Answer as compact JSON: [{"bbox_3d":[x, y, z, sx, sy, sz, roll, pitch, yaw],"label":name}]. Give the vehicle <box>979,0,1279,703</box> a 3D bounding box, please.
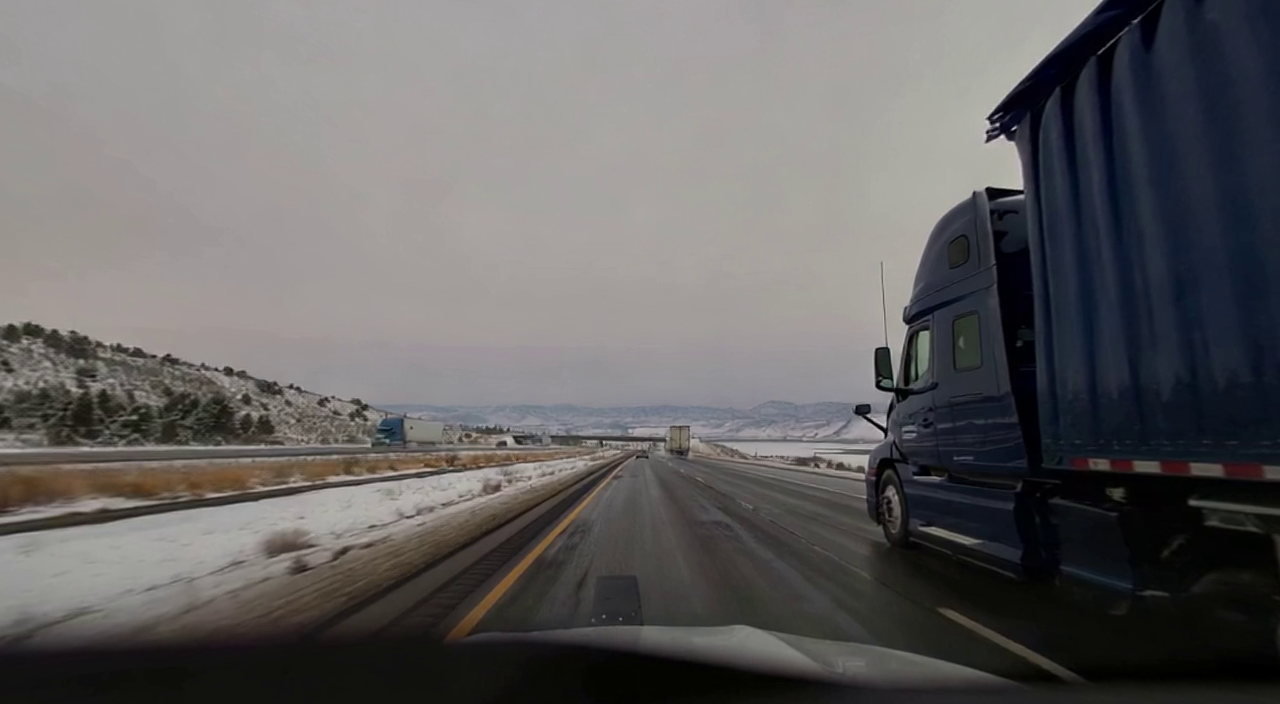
[{"bbox_3d":[4.396,-0.613,0.836,3.062,4.050,9.094,0,-9,3],"label":"vehicle"}]
